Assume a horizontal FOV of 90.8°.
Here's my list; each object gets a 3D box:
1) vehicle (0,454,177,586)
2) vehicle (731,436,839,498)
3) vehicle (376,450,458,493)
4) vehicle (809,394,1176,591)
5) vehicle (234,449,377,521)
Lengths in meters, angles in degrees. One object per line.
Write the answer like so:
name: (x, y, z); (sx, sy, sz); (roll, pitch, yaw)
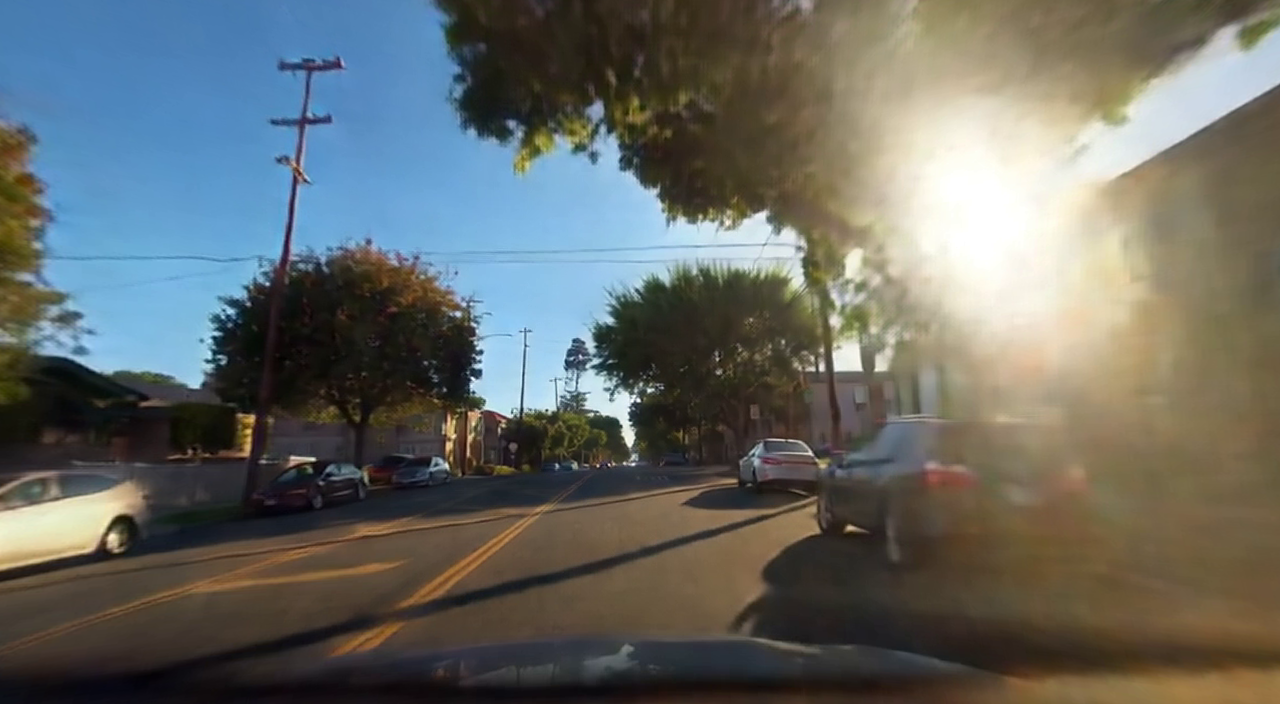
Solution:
vehicle: (-9.298, 2.387, 9.116); (2.051, 1.657, 4.322); (-3, -9, -2)
vehicle: (3.840, 3.130, 17.636); (1.946, 1.468, 4.721); (0, -8, 0)
vehicle: (-9.437, 5.040, 27.115); (2.000, 1.495, 4.687); (-3, -8, -3)
vehicle: (3.739, 1.581, 7.888); (2.155, 1.747, 4.311); (-1, -8, 2)
vehicle: (-9.384, 3.701, 18.135); (1.884, 1.526, 4.061); (-5, -7, 1)
